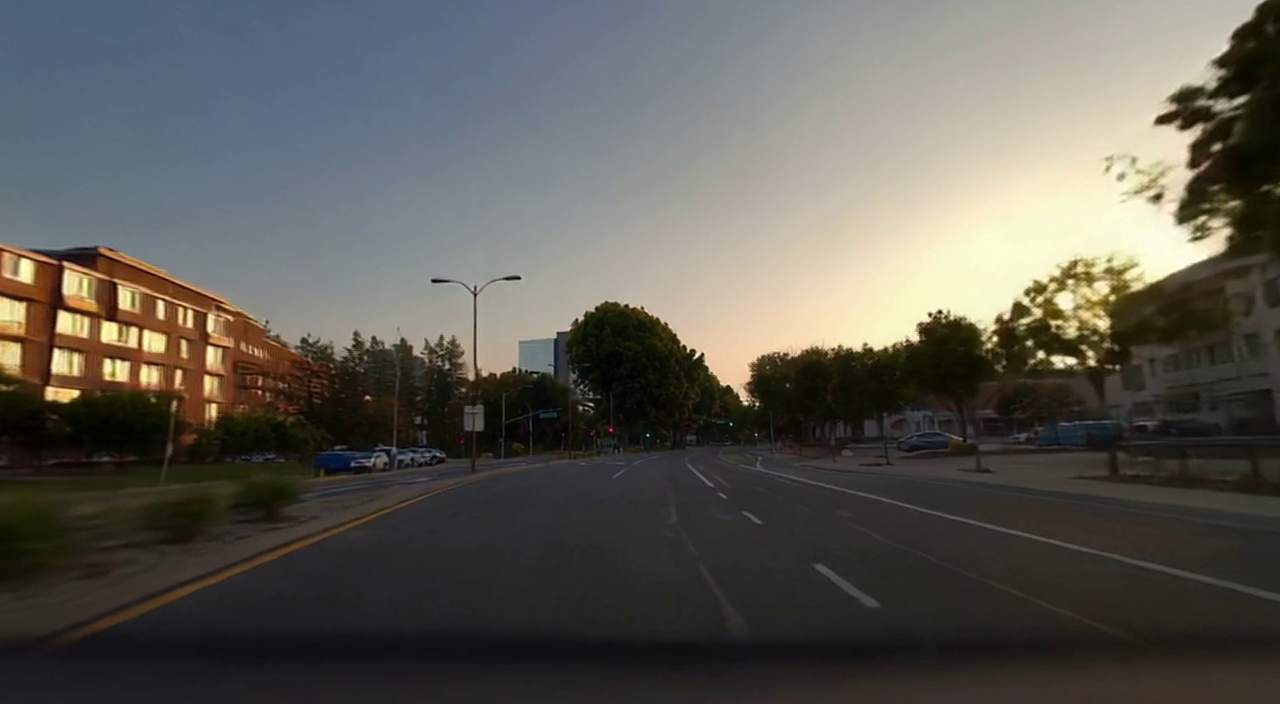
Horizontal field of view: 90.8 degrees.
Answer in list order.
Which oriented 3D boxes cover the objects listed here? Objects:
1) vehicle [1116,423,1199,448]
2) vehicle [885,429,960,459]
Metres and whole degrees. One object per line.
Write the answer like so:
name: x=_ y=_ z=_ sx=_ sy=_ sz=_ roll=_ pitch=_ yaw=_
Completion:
vehicle: x=32.372 y=5.282 z=39.634 sx=1.574 sy=1.448 sz=3.558 roll=2 pitch=-9 yaw=-22
vehicle: x=20.102 y=6.579 z=45.192 sx=2.074 sy=1.959 sz=4.793 roll=2 pitch=-9 yaw=-18
